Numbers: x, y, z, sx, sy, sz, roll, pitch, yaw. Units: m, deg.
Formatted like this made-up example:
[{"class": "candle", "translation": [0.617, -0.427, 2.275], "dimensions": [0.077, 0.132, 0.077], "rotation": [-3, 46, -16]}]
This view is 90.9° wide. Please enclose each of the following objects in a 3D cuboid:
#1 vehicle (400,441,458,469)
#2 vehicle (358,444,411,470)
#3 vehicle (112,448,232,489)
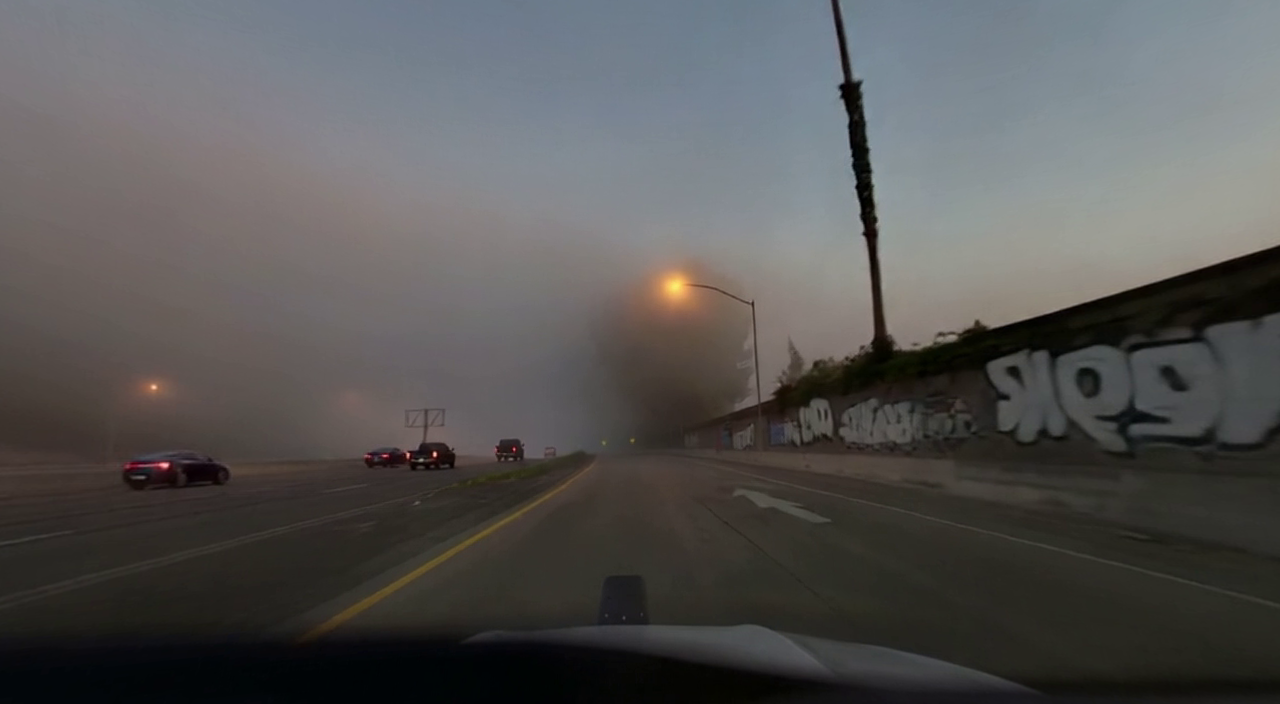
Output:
[{"class": "vehicle", "translation": [-15.336, 7.505, 46.235], "dimensions": [2.272, 1.882, 5.941], "rotation": [0, -9, -1]}, {"class": "vehicle", "translation": [-19.210, 7.879, 47.639], "dimensions": [2.078, 1.802, 4.723], "rotation": [0, -9, -1]}, {"class": "vehicle", "translation": [-23.033, 5.703, 31.368], "dimensions": [2.158, 1.795, 5.013], "rotation": [0, -9, 0]}]
